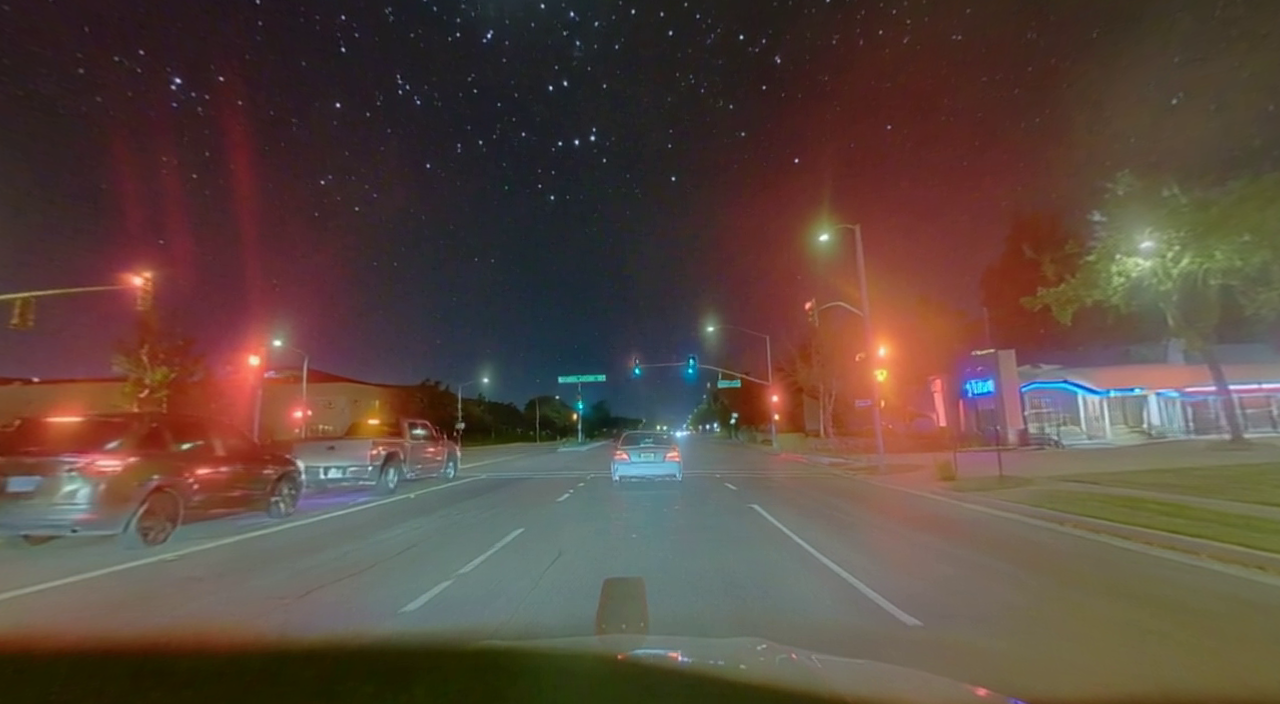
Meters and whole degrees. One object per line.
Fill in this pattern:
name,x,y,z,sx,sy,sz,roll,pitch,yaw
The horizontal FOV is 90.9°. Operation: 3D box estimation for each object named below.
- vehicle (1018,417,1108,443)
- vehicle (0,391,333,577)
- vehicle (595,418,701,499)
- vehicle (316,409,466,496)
vehicle,25.812,4.789,38.606,1.514,1.408,4.232,-1,-6,-28
vehicle,-6.744,1.691,8.907,2.111,1.864,4.932,0,-8,3
vehicle,0.221,2.495,15.049,2.197,1.682,3.642,0,-8,2
vehicle,-6.624,2.759,17.608,2.316,2.014,5.215,0,-8,-3
